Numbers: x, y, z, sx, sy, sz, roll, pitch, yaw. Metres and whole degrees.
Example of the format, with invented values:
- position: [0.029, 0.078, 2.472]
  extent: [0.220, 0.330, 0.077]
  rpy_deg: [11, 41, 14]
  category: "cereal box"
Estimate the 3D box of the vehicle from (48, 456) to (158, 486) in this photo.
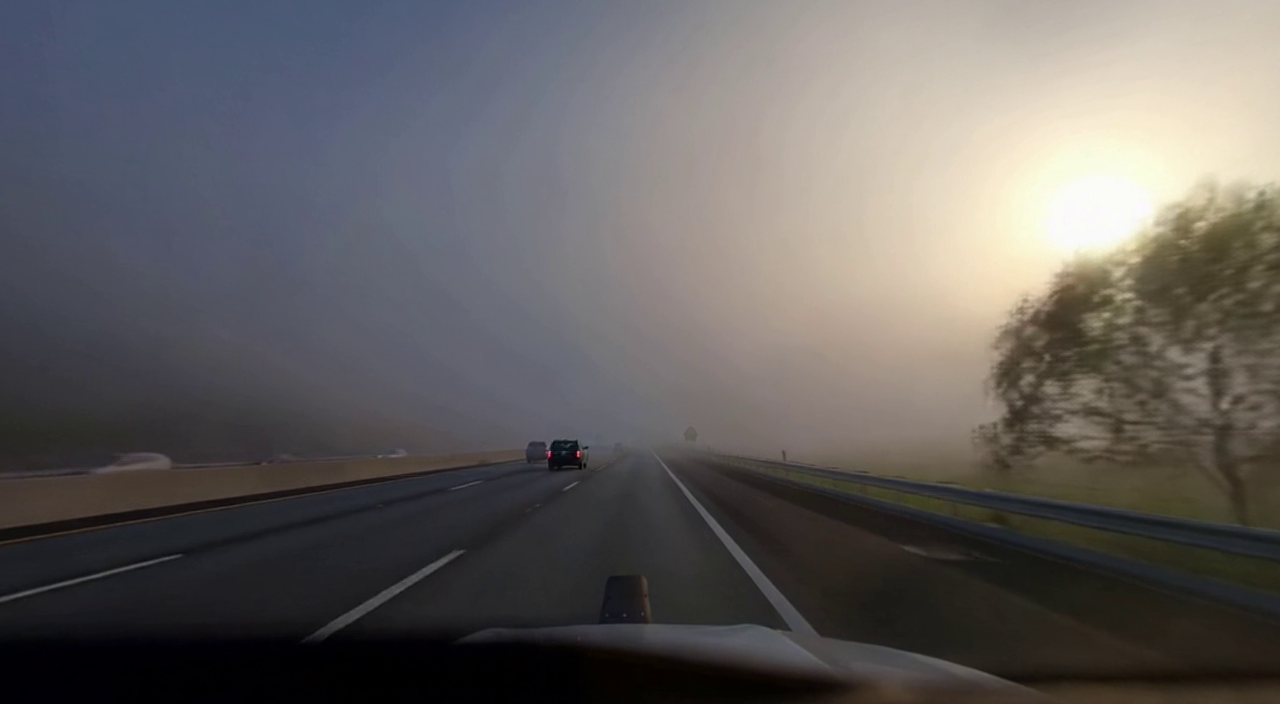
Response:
- position: [-29.408, 6.521, 34.767]
  extent: [1.956, 1.444, 4.659]
  rpy_deg: [0, -8, 1]
  category: "vehicle"

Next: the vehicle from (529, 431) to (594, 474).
- position: [-3.544, 4.674, 29.425]
  extent: [2.283, 1.802, 4.810]
  rpy_deg: [0, -8, 1]
  category: "vehicle"
